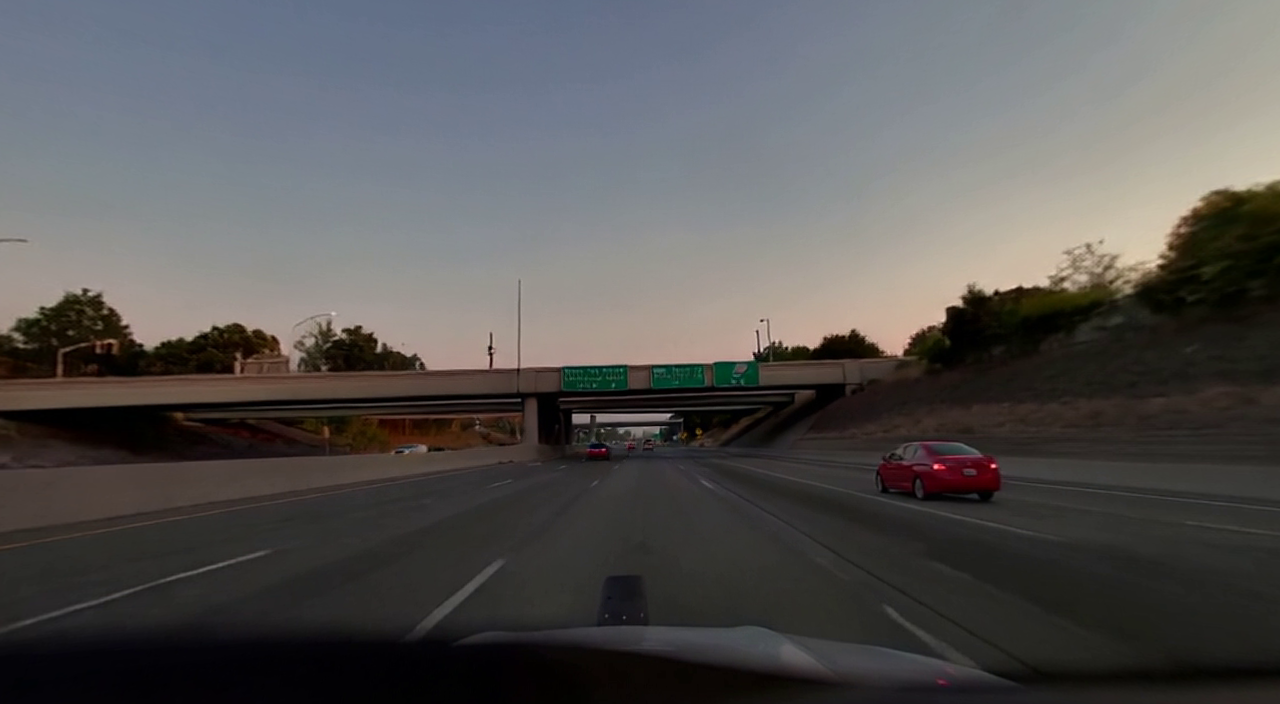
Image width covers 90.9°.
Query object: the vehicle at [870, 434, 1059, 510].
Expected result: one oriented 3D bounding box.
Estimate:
[{"bbox_3d":[7.180,2.690,14.640,1.914,1.465,4.574,0,-8,0],"label":"vehicle"}]
